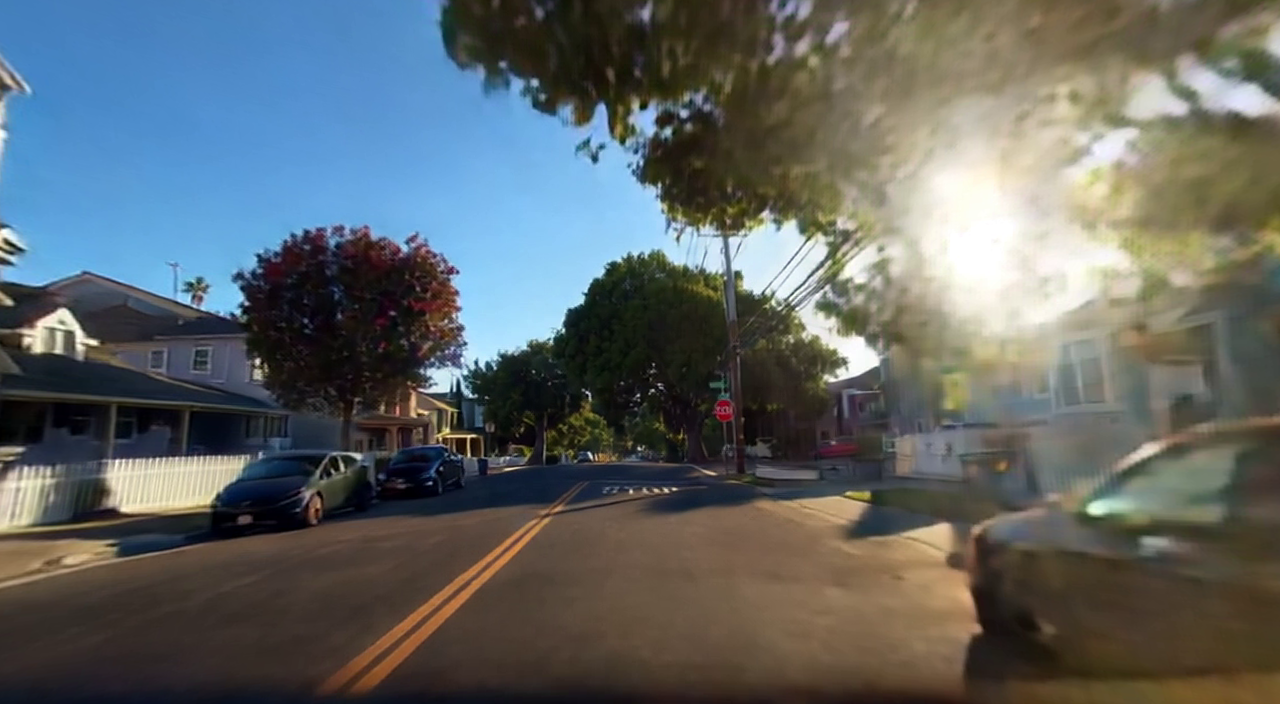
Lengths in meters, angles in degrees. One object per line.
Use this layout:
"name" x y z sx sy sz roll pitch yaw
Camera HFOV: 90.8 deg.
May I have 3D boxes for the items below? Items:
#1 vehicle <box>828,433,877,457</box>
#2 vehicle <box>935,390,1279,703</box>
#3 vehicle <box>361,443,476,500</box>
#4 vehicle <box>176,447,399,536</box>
"vehicle" 15.754 6.928 47.059 2.025 1.689 4.342 0 -9 -2
"vehicle" 3.340 0.913 2.311 1.963 1.536 5.446 0 -8 1
"vehicle" -6.732 3.644 19.743 2.026 1.560 4.062 0 -8 2
"vehicle" -6.855 2.710 13.011 2.056 1.481 4.451 0 -8 -1
